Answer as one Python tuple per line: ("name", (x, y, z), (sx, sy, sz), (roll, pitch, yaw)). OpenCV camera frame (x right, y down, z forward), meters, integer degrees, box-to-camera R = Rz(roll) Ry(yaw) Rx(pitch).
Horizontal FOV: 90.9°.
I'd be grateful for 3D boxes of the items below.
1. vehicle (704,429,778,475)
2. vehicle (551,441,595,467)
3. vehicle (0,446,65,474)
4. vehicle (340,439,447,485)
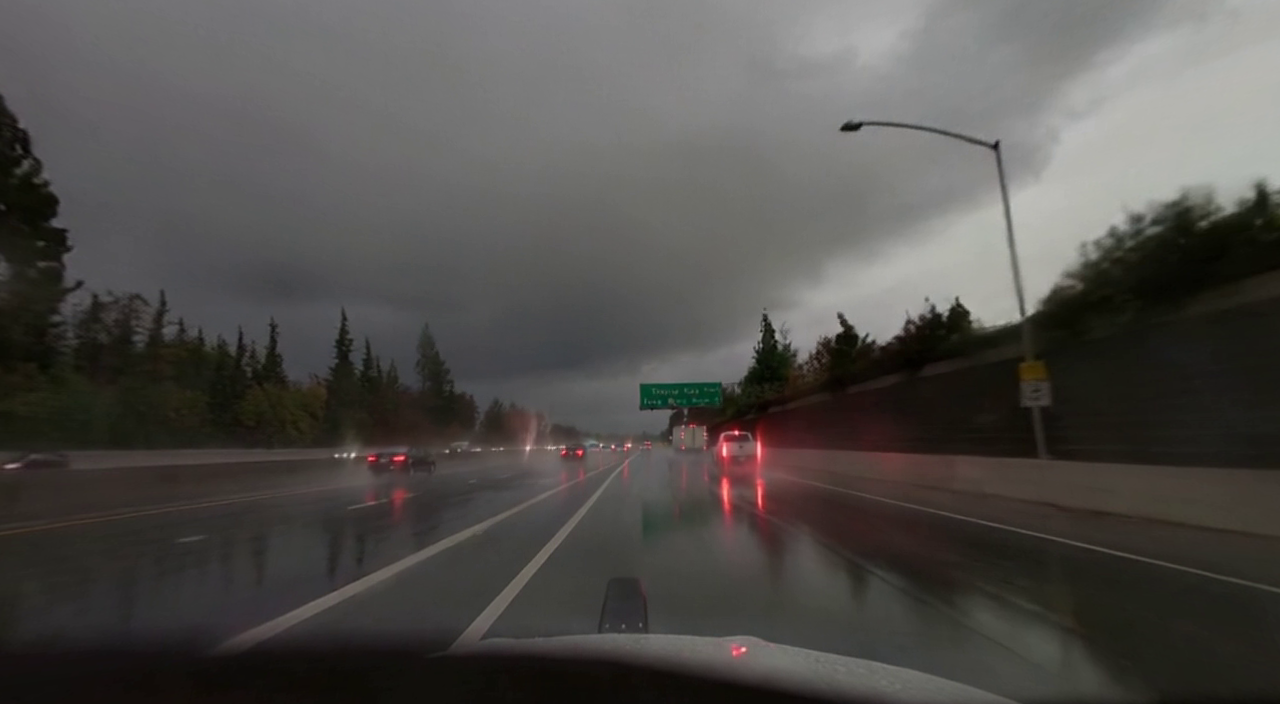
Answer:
("vehicle", (4.666, 4.767, 30.336), (2.355, 1.930, 6.633), (0, -8, -1))
("vehicle", (-3.932, 6.098, 37.791), (1.981, 1.473, 4.317), (0, -8, 2))
("vehicle", (-40.543, 6.879, 40.244), (2.112, 1.729, 5.735), (0, -8, 1))
("vehicle", (-8.619, 3.870, 22.581), (1.899, 1.465, 4.589), (0, -8, 1))
